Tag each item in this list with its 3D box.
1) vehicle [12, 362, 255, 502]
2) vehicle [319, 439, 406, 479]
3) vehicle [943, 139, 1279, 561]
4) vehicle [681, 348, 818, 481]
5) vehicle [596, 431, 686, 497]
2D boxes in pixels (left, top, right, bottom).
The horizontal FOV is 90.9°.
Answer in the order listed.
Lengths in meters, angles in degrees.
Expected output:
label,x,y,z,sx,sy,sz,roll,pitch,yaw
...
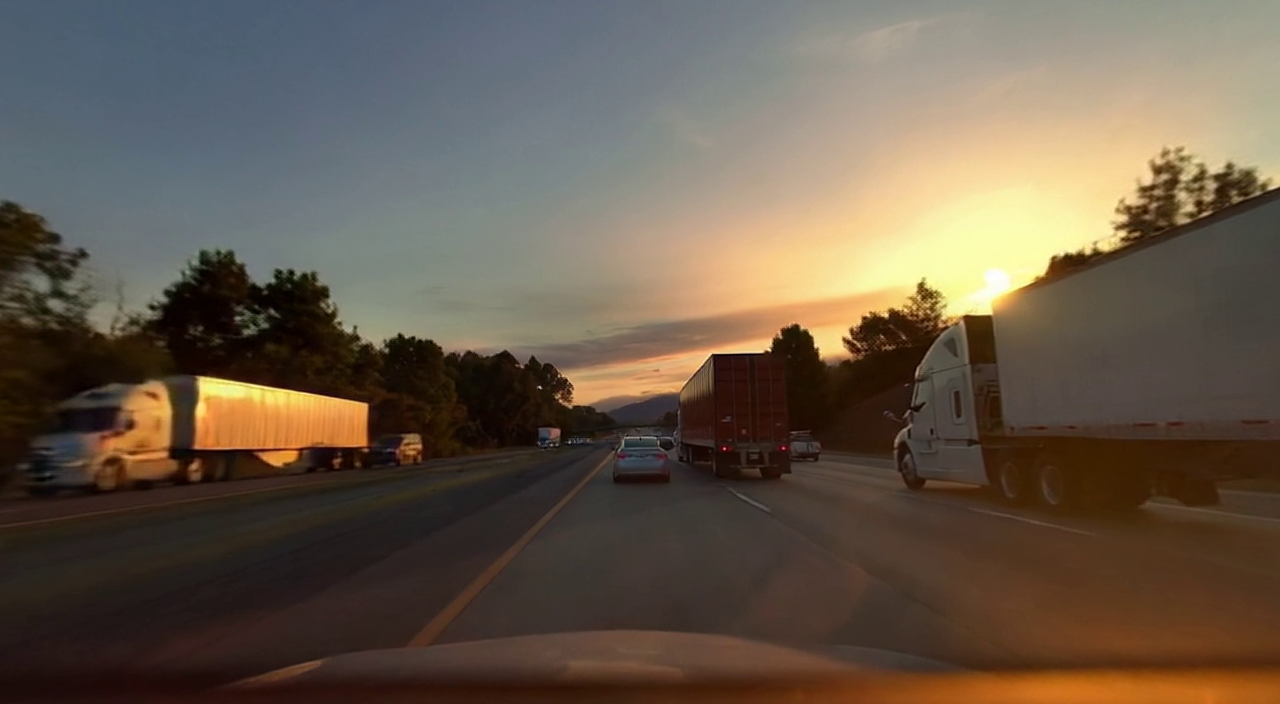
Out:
label,x,y,z,sx,sy,sz,roll,pitch,yaw
vehicle,-16.468,2.696,21.276,2.903,4.010,6.212,0,-8,-1
vehicle,-11.797,4.545,27.082,1.940,1.540,3.989,0,-8,0
vehicle,8.156,-0.078,6.121,3.110,4.308,14.260,0,-8,-1
vehicle,3.825,2.853,26.603,2.888,4.099,14.183,0,-8,-1
vehicle,-0.029,2.796,16.224,2.038,1.477,3.773,0,-8,-2
